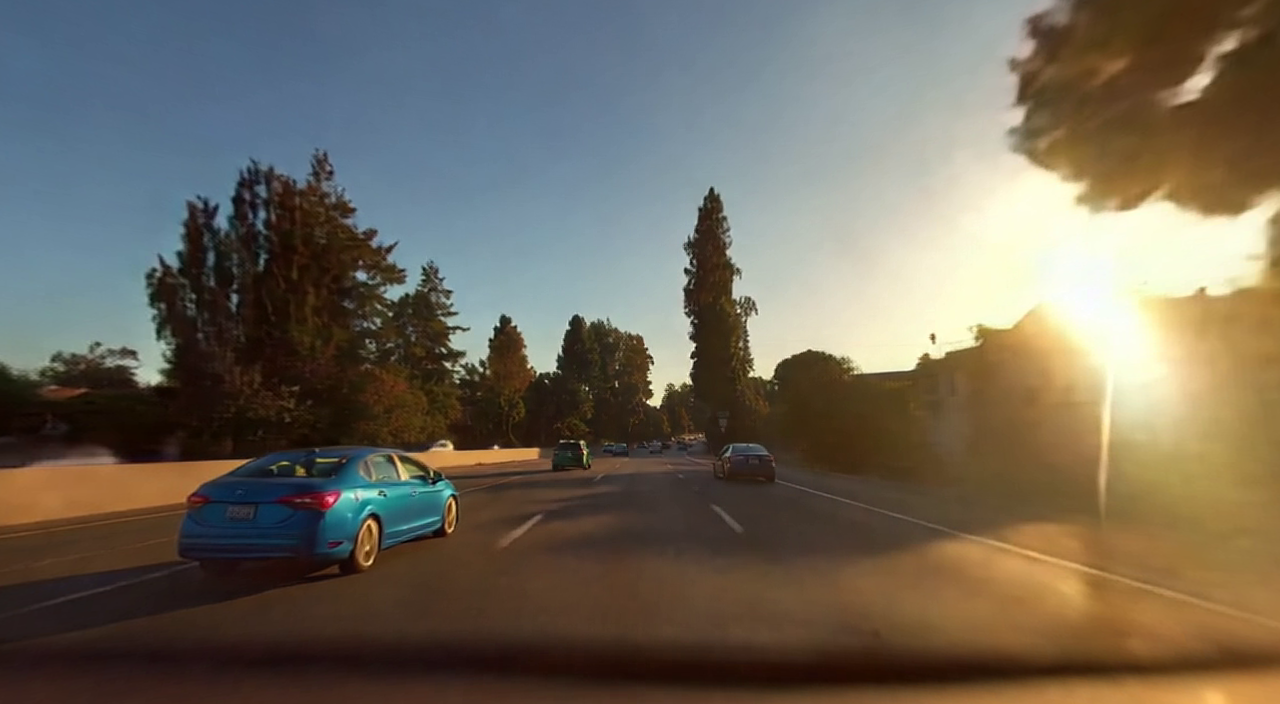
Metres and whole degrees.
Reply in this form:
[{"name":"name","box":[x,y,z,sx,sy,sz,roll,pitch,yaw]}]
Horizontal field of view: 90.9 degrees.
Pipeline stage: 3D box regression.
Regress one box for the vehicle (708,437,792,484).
[{"name":"vehicle","box":[3.746,3.800,22.335,2.100,1.472,4.533,0,-8,0]}]

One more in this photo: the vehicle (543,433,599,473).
[{"name":"vehicle","box":[-3.313,4.962,31.184,2.122,1.847,4.696,0,-8,2]}]

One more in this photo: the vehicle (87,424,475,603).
[{"name":"vehicle","box":[-3.604,1.681,7.565,1.948,1.475,4.461,0,-8,1]}]
